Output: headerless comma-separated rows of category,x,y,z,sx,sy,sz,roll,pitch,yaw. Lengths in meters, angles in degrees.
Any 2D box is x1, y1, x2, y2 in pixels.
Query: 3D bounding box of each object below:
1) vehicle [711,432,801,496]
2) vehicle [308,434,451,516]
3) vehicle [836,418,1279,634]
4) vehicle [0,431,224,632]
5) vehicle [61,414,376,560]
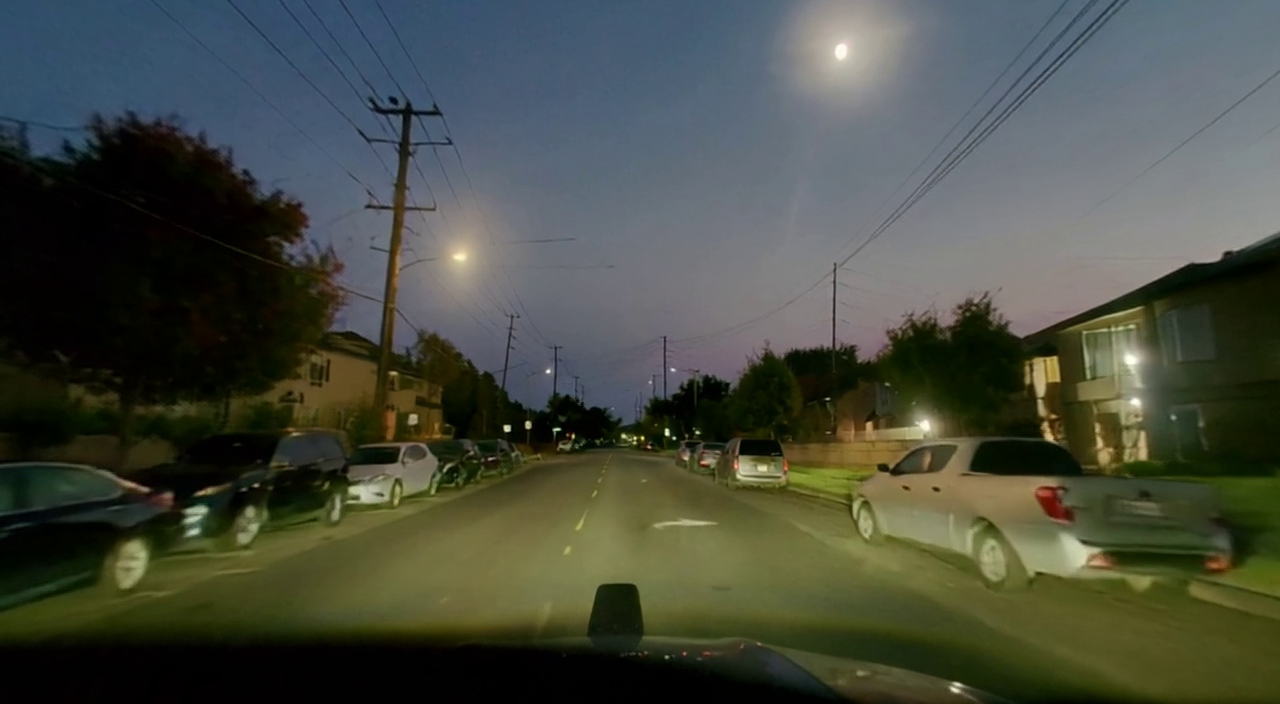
vehicle,3.431,3.416,19.578,1.936,1.756,4.127,0,-9,-1
vehicle,-6.075,2.835,15.334,1.863,1.561,4.380,-3,-7,-4
vehicle,4.051,1.646,7.159,1.910,1.567,4.856,0,-9,-3
vehicle,-5.651,1.379,4.897,1.979,1.435,4.785,-2,-7,-5
vehicle,-6.114,1.963,10.065,2.094,1.766,4.482,1,-8,-3
